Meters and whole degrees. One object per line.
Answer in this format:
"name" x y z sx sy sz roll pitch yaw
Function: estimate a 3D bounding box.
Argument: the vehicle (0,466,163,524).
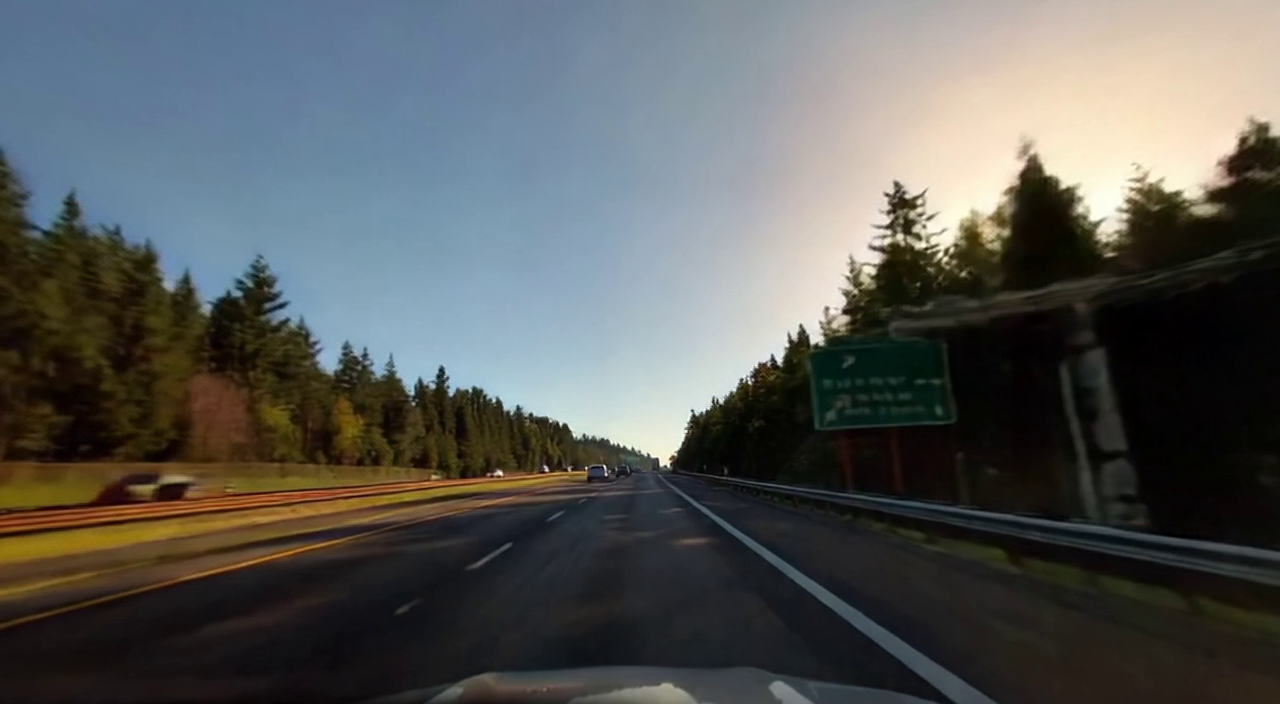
"vehicle" -16.127 4.006 18.044 1.862 1.433 3.846 1 -10 0
